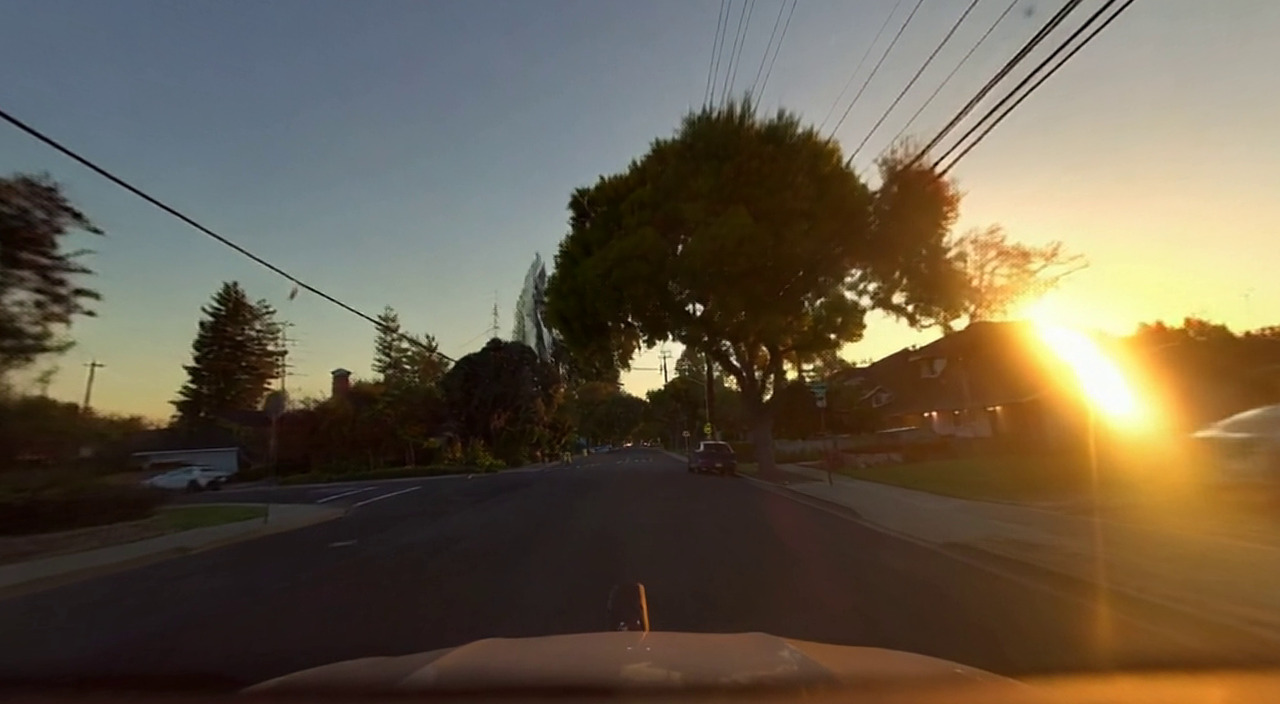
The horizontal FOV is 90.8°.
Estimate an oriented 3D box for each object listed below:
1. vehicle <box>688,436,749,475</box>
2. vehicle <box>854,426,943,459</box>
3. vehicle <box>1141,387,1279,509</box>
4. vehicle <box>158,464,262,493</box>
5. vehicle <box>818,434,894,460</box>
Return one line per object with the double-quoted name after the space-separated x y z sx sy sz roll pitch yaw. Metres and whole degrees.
3.613 4.871 29.989 2.134 1.720 4.515 0 -8 -3 "vehicle"
15.164 5.320 37.228 4.283 1.660 2.035 -3 -6 0 "vehicle"
11.223 1.534 10.173 4.528 1.752 1.982 0 -8 1 "vehicle"
-24.041 7.081 35.405 4.479 1.475 1.842 0 -8 2 "vehicle"
13.687 6.025 40.191 4.116 1.435 1.920 -2 -8 1 "vehicle"
